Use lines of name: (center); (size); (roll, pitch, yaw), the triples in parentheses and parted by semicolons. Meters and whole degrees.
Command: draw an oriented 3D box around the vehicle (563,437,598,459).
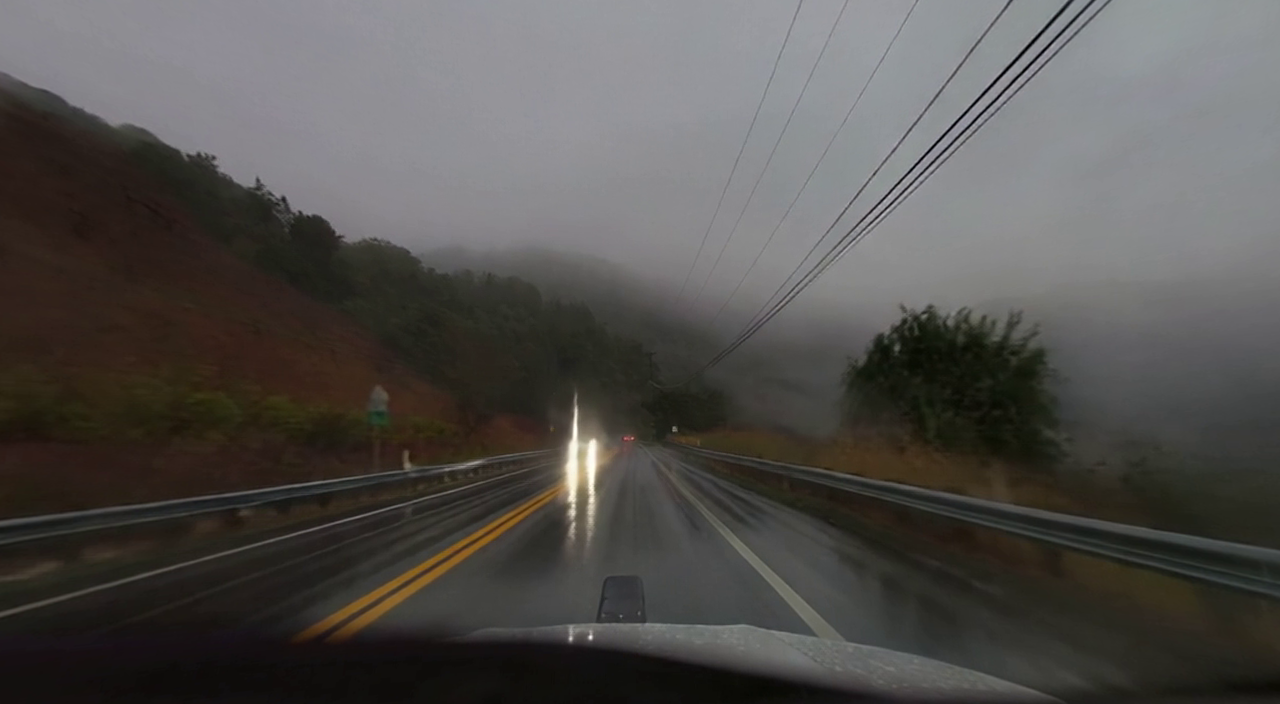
vehicle: (-4.239, 6.973, 45.695); (2.047, 1.486, 4.405); (0, -9, 0)
